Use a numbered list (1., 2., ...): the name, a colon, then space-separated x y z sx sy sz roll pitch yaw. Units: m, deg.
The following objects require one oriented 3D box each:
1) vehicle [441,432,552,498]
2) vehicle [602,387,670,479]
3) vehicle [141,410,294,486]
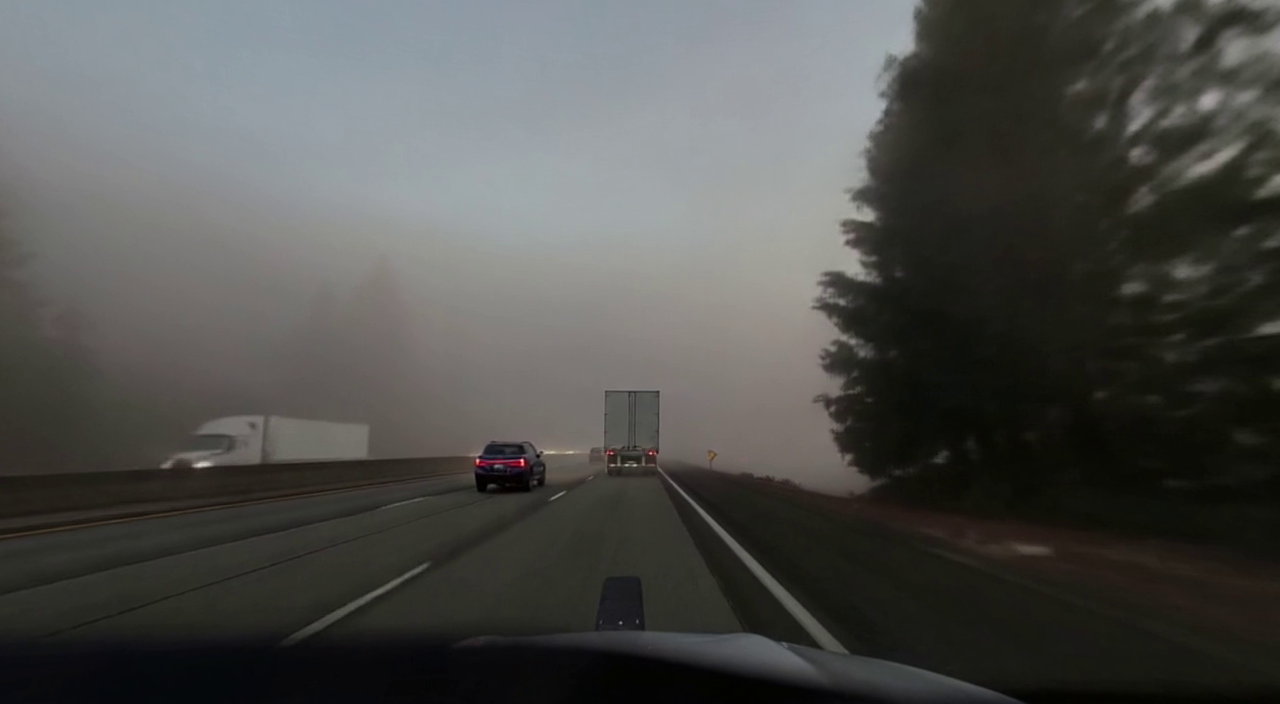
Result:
1. vehicle: -4.347 3.522 20.043 2.285 1.833 4.984 0 -9 1
2. vehicle: -0.205 4.487 34.145 3.052 4.132 11.336 0 -9 0
3. vehicle: -26.062 6.028 39.690 3.156 4.214 9.008 0 -9 1
